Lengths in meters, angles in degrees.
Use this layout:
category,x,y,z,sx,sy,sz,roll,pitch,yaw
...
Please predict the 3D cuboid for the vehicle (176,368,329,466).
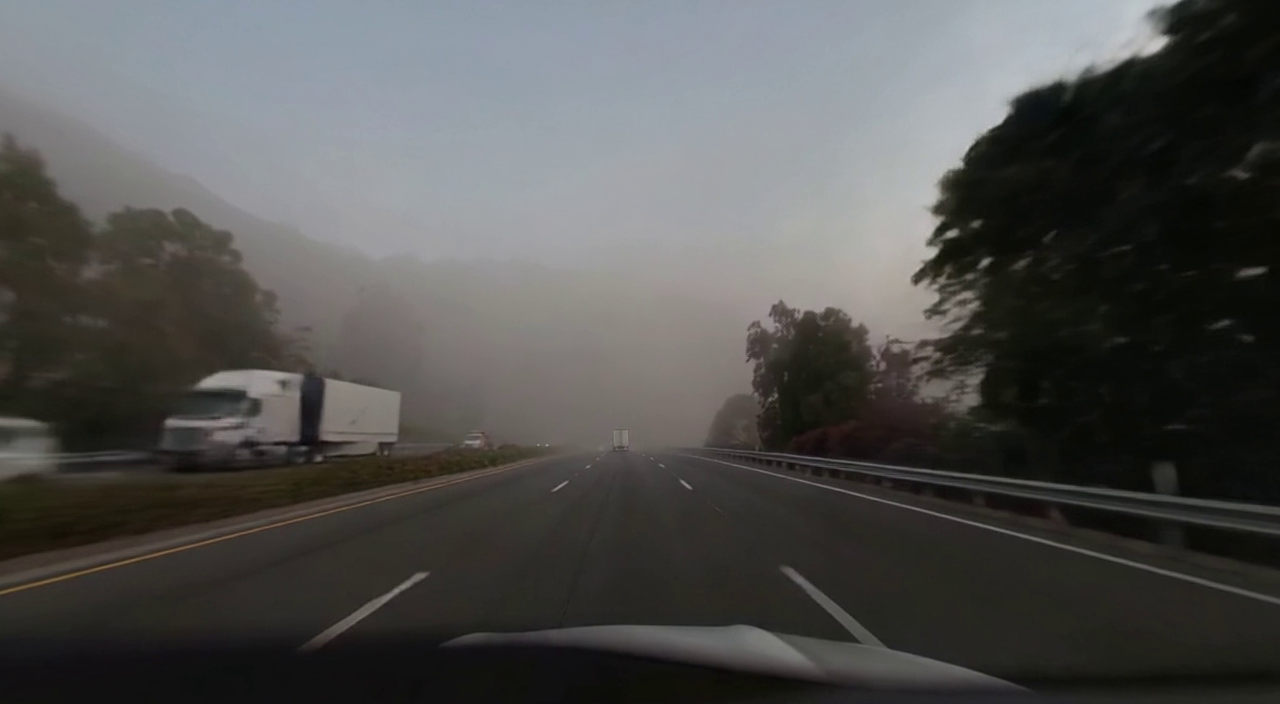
category,x,y,z,sx,sy,sz,roll,pitch,yaw
vehicle,-16.794,2.968,27.913,2.988,3.840,5.931,-1,-8,-1
